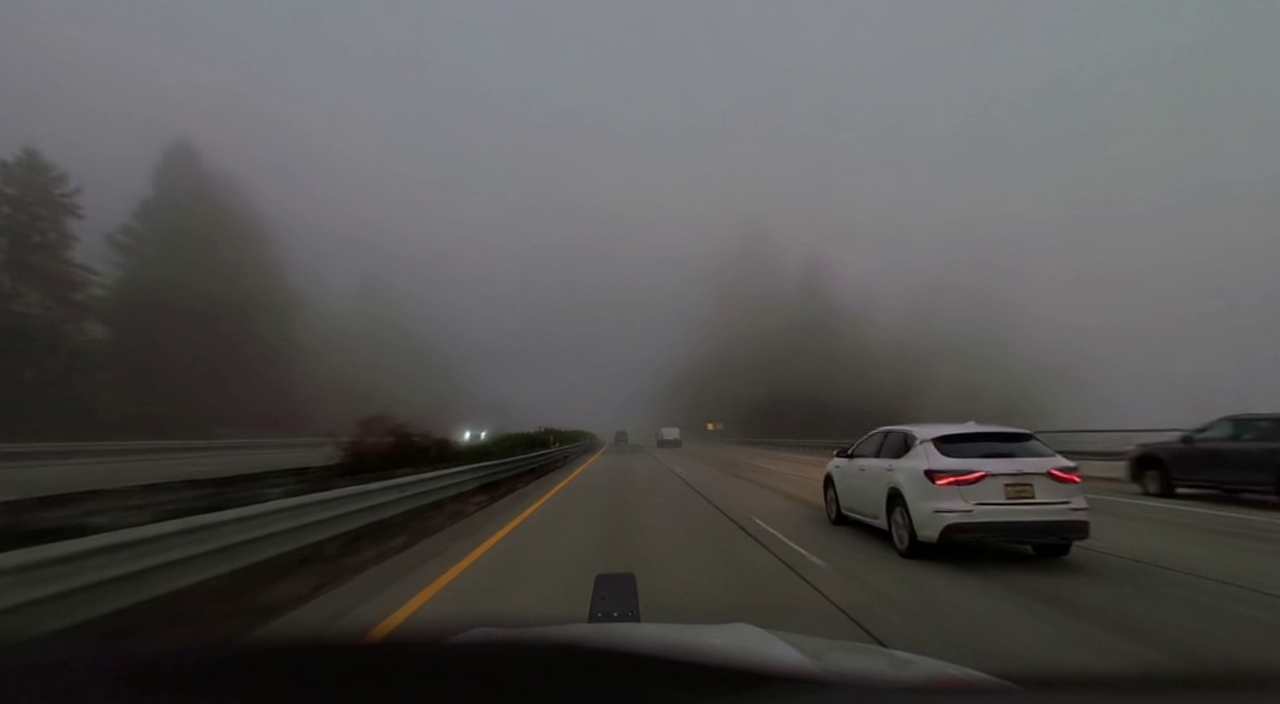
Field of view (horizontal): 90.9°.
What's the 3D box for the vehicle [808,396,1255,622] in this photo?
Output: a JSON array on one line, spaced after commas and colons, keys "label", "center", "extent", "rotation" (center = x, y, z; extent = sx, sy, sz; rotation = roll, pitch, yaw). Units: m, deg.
[{"label": "vehicle", "center": [3.274, 1.354, 6.404], "extent": [2.002, 1.569, 3.845], "rotation": [0, -8, -1]}]
